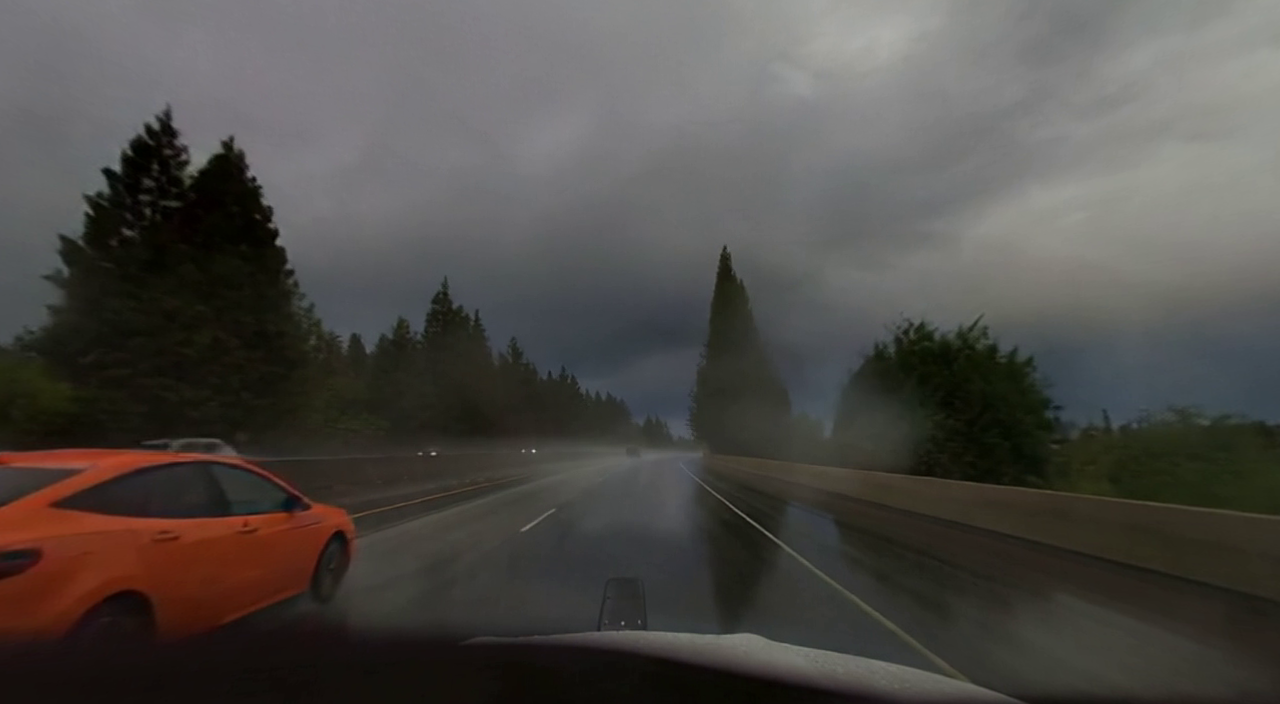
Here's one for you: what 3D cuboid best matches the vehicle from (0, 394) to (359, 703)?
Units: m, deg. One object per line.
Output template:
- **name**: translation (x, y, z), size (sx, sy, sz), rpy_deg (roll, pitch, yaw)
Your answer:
- **vehicle**: translation (-3.427, 1.047, 3.299), size (1.934, 1.486, 4.115), rpy_deg (0, -9, 1)
